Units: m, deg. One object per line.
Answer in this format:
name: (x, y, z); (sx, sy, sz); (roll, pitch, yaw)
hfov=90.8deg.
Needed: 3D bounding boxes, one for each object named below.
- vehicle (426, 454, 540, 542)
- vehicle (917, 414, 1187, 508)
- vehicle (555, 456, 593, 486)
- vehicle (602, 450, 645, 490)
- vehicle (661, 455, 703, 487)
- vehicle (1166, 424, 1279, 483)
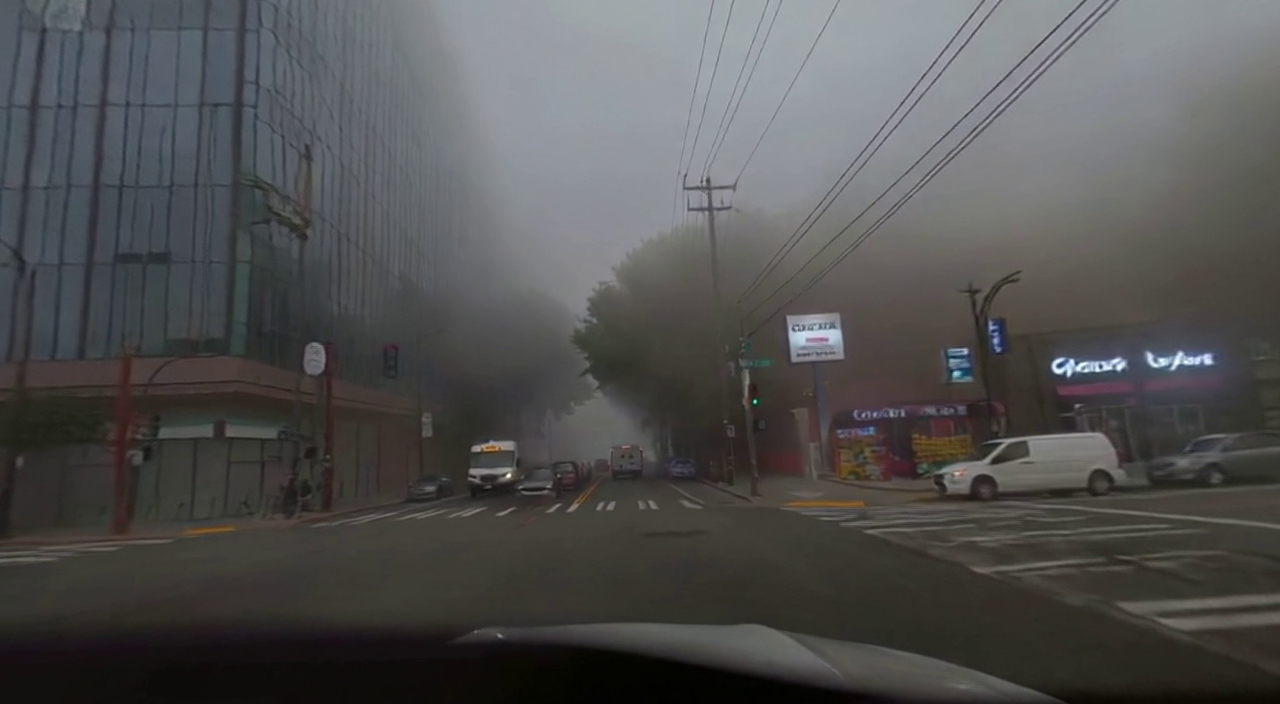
vehicle: (-3.719, 3.481, 15.709); (2.026, 1.616, 4.109); (-2, -7, -4)
vehicle: (9.974, 2.718, 15.782); (4.966, 1.826, 2.209); (-5, -9, 6)
vehicle: (-4.140, 7.518, 40.136); (1.983, 1.727, 4.294); (0, -9, -1)
vehicle: (-0.909, 6.171, 33.370); (2.127, 1.893, 4.194); (0, -9, -3)
vehicle: (2.328, 6.805, 36.356); (1.934, 1.633, 4.271); (0, -9, -3)
vehicle: (18.366, 2.948, 18.505); (4.161, 1.586, 1.992); (0, -9, -3)
